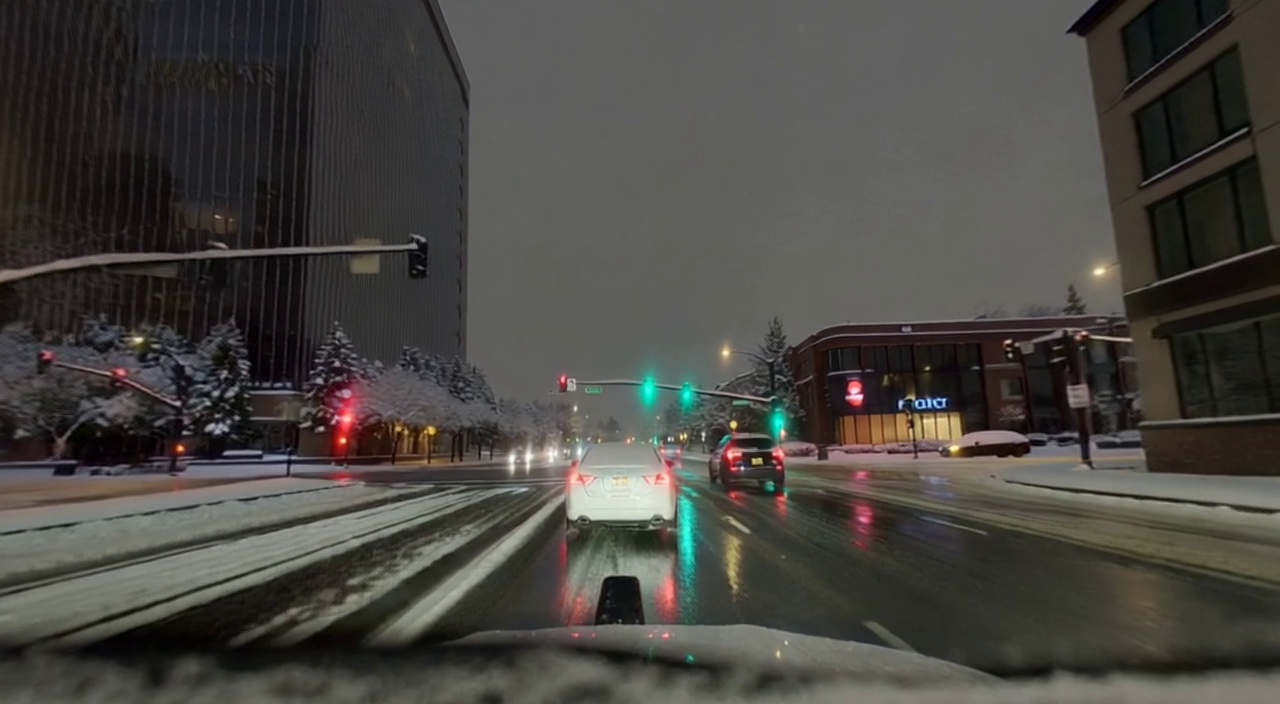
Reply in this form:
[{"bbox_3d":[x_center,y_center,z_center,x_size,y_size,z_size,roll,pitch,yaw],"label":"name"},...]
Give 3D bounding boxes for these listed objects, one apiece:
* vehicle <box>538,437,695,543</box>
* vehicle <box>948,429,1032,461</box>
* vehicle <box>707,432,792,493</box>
[{"bbox_3d":[-0.355,2.167,10.684,2.144,1.398,3.963,1,-7,-1],"label":"vehicle"},{"bbox_3d":[24.249,6.520,43.934,4.384,2.000,2.345,1,-12,-4],"label":"vehicle"},{"bbox_3d":[3.512,3.609,21.094,2.078,1.799,4.089,1,-7,-1],"label":"vehicle"}]
